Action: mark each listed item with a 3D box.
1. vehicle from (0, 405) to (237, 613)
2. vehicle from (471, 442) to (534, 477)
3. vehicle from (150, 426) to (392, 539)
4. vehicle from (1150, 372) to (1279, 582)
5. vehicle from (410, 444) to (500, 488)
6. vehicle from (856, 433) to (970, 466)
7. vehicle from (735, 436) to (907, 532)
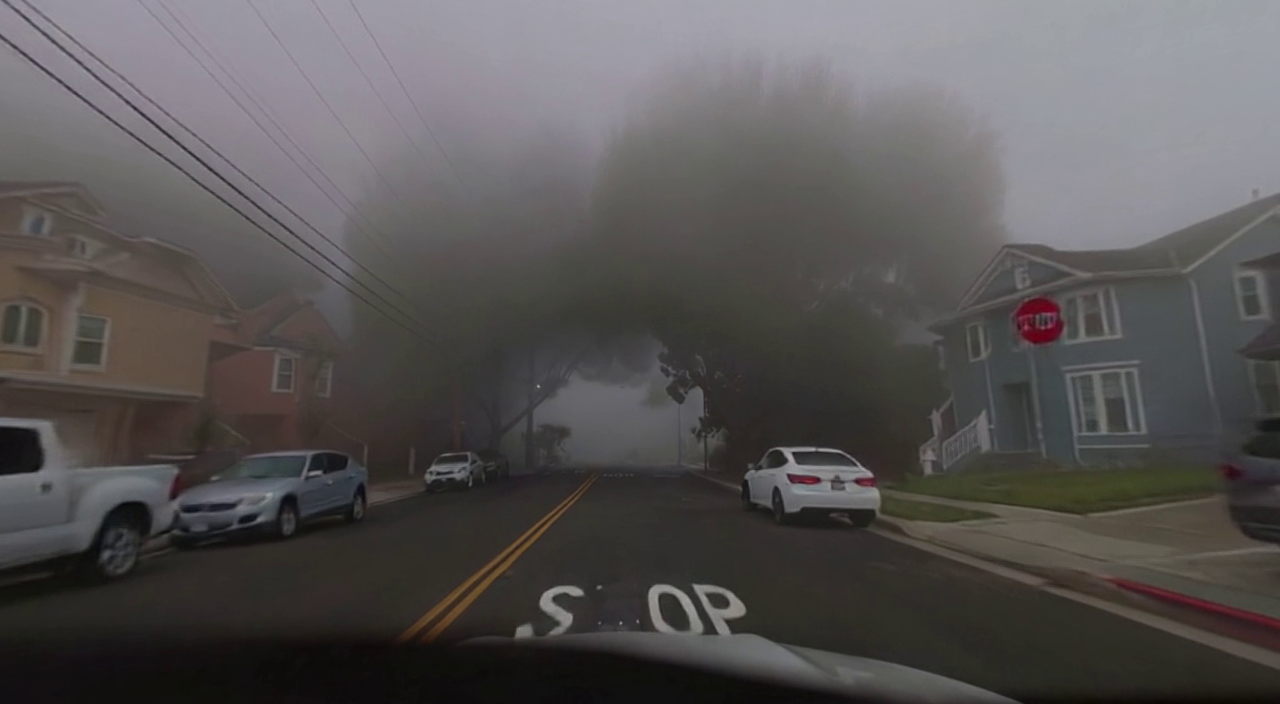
[{"bbox_3d":[-6.546,1.400,5.777,2.136,1.757,5.365,0,-9,0],"label":"vehicle"},{"bbox_3d":[-6.546,5.186,30.602,2.026,1.560,4.062,0,-9,2],"label":"vehicle"},{"bbox_3d":[-6.561,2.351,12.025,1.896,1.703,4.586,0,-9,-1],"label":"vehicle"},{"bbox_3d":[8.415,1.031,5.647,5.541,1.820,2.319,-2,-10,1],"label":"vehicle"},{"bbox_3d":[-6.811,4.225,23.829,2.056,1.481,4.451,0,-9,0],"label":"vehicle"},{"bbox_3d":[16.874,6.059,39.278,6.022,1.953,2.250,0,-9,1],"label":"vehicle"},{"bbox_3d":[3.367,2.561,13.057,1.963,1.536,5.446,0,-9,0],"label":"vehicle"}]
